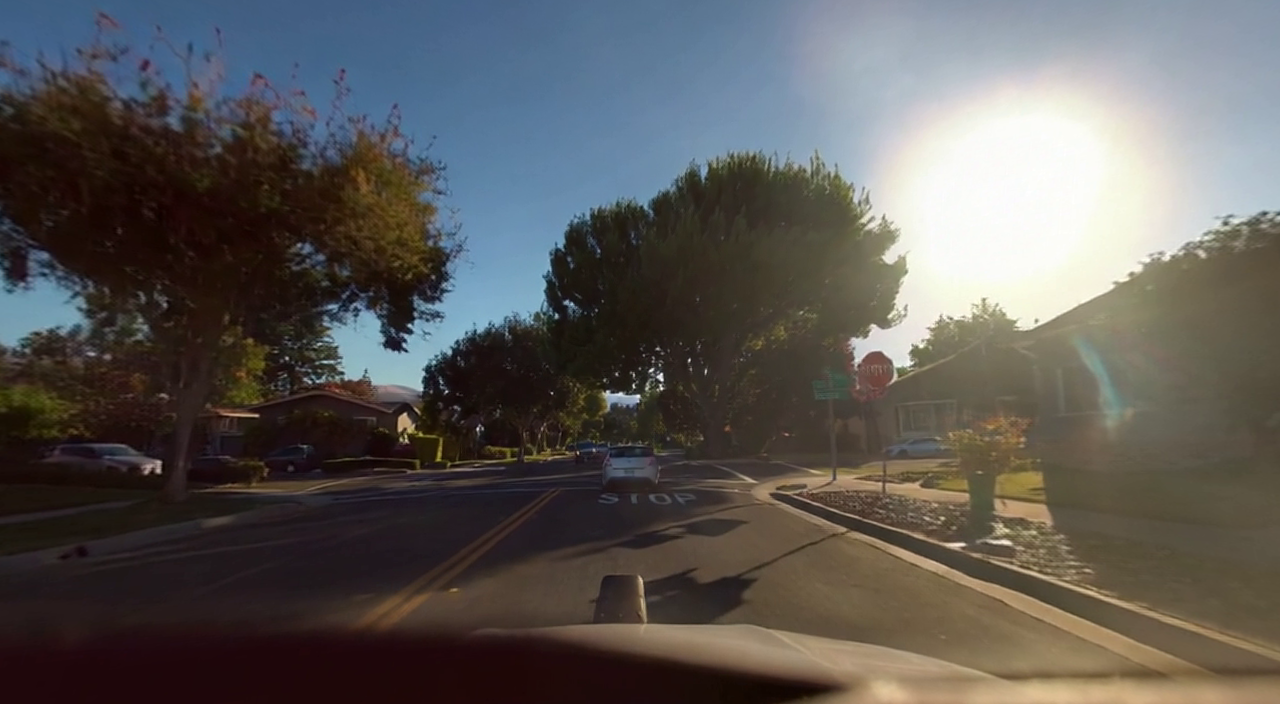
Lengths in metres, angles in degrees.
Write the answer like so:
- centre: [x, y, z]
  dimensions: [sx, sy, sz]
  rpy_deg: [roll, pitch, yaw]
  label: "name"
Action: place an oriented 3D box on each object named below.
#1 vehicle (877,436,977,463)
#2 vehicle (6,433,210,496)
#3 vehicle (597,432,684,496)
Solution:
- centre: [16.501, 5.606, 36.338]
  dimensions: [4.748, 1.488, 2.029]
  rpy_deg: [1, -9, -4]
  label: "vehicle"
- centre: [-20.951, 4.460, 25.052]
  dimensions: [5.796, 1.946, 2.391]
  rpy_deg: [-3, -10, -4]
  label: "vehicle"
- centre: [-0.056, 2.968, 17.012]
  dimensions: [2.043, 1.484, 4.340]
  rpy_deg: [0, -9, -2]
  label: "vehicle"
